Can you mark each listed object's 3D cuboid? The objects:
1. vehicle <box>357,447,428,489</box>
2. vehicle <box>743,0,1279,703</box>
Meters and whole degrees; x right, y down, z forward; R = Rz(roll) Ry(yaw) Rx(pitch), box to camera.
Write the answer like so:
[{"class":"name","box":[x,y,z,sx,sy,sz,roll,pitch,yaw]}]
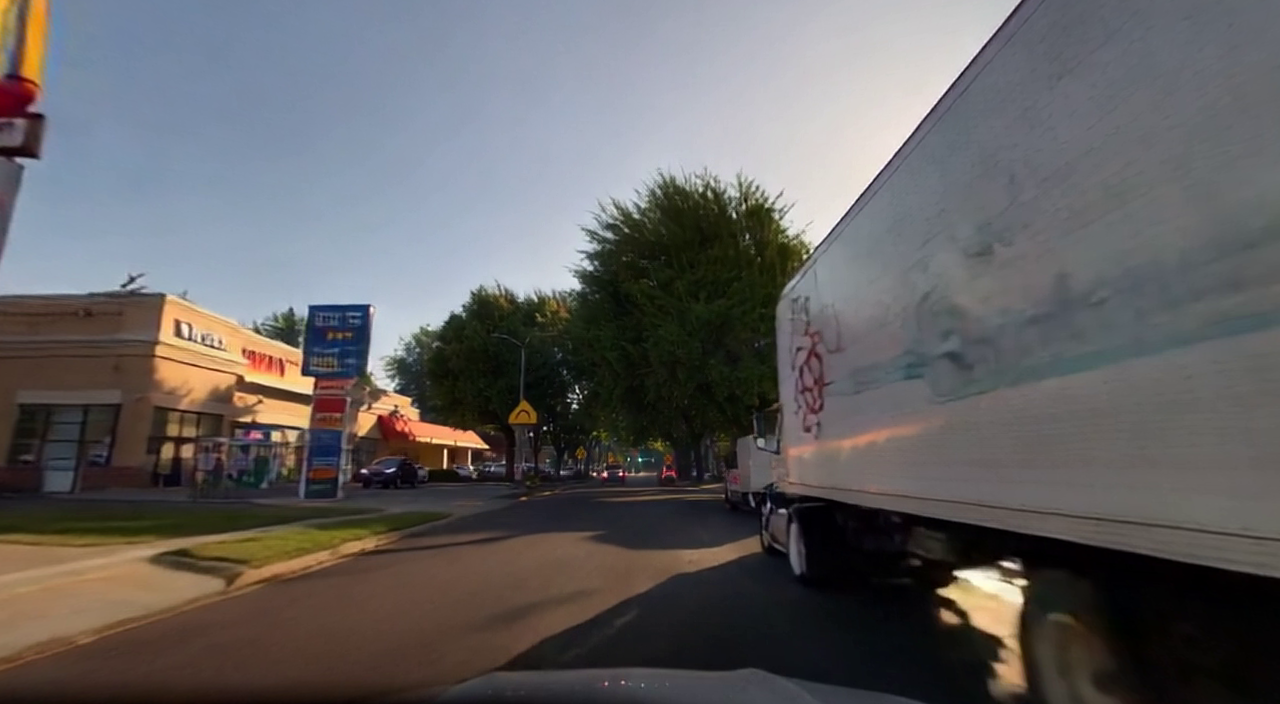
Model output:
[{"class":"vehicle","box":[-12.731,5.949,32.682,2.062,1.889,4.115,2,-7,-2]},{"class":"vehicle","box":[3.428,0.236,4.483,2.990,4.098,13.928,1,-10,0]}]
